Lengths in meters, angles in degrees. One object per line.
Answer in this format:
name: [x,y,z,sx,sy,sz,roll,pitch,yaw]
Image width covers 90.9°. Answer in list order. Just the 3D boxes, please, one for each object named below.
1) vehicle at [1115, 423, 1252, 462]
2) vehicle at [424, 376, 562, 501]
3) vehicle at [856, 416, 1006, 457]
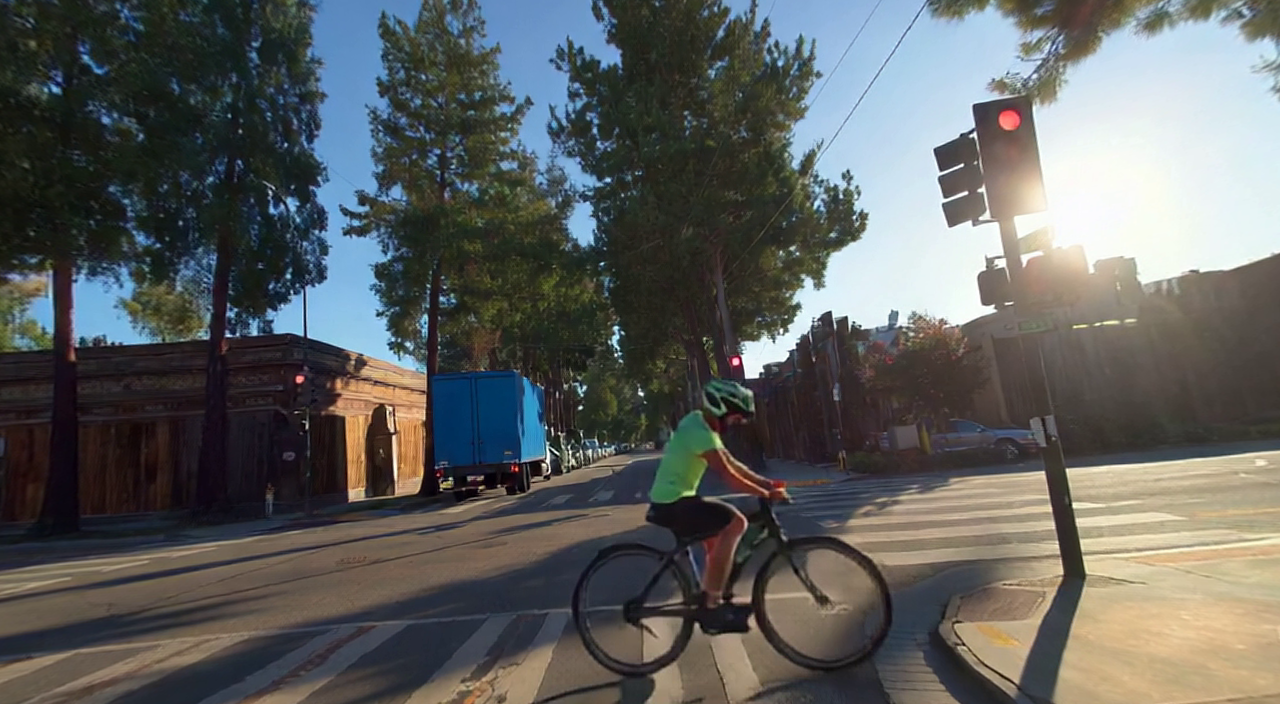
vehicle: [24.927,4.163,29.047,4.268,1.695,2.053,0,-8,3]
vehicle: [-5.805,3.730,27.104,3.113,4.041,10.284,-5,-8,0]
vehicle: [10.668,3.140,23.436,4.643,1.456,1.820,-1,-8,5]
